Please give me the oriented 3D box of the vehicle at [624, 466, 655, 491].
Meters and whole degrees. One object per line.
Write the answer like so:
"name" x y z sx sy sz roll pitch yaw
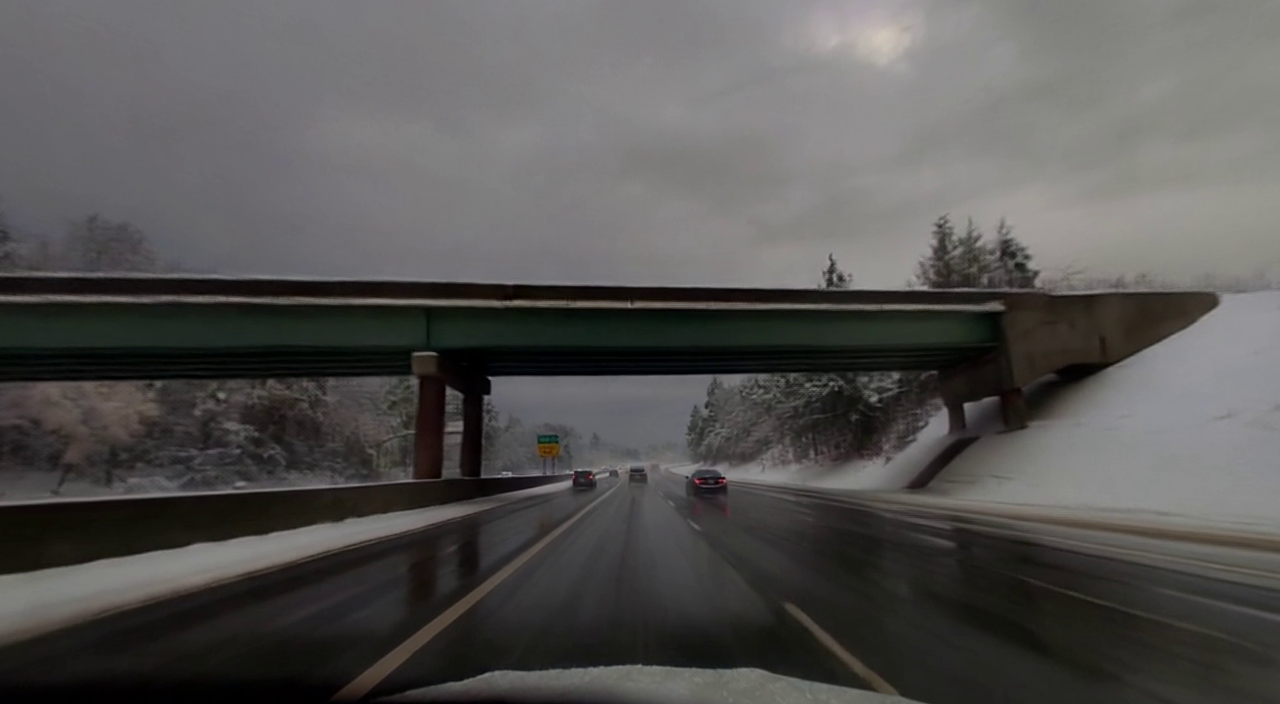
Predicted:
"vehicle" -0.096 9.364 46.501 2.181 1.698 4.056 1 -11 -1

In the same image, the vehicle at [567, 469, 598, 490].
"vehicle" -4.291 9.647 47.616 1.975 1.486 3.903 1 -11 0

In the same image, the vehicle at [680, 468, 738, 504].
"vehicle" 3.142 6.272 29.649 2.092 1.518 4.348 1 -11 -2
